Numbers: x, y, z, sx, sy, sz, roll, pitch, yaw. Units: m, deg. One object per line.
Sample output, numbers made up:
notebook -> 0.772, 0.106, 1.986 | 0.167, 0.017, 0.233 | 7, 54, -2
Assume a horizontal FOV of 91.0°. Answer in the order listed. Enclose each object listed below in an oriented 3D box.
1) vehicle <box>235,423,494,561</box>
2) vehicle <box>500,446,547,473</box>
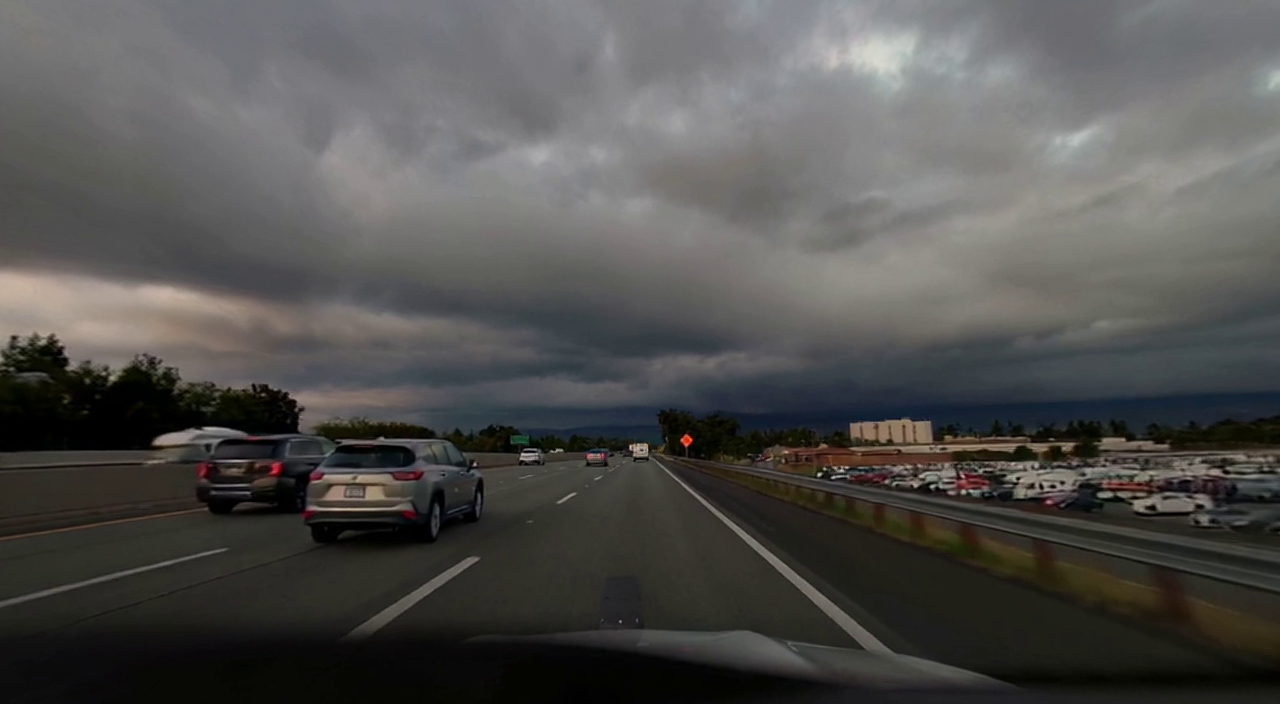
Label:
vehicle -> -3.895, 2.047, 9.918 | 2.070, 1.665, 4.213 | 0, -9, 1
vehicle -> -7.416, 6.846, 40.384 | 2.046, 1.644, 4.422 | 0, -9, 2
